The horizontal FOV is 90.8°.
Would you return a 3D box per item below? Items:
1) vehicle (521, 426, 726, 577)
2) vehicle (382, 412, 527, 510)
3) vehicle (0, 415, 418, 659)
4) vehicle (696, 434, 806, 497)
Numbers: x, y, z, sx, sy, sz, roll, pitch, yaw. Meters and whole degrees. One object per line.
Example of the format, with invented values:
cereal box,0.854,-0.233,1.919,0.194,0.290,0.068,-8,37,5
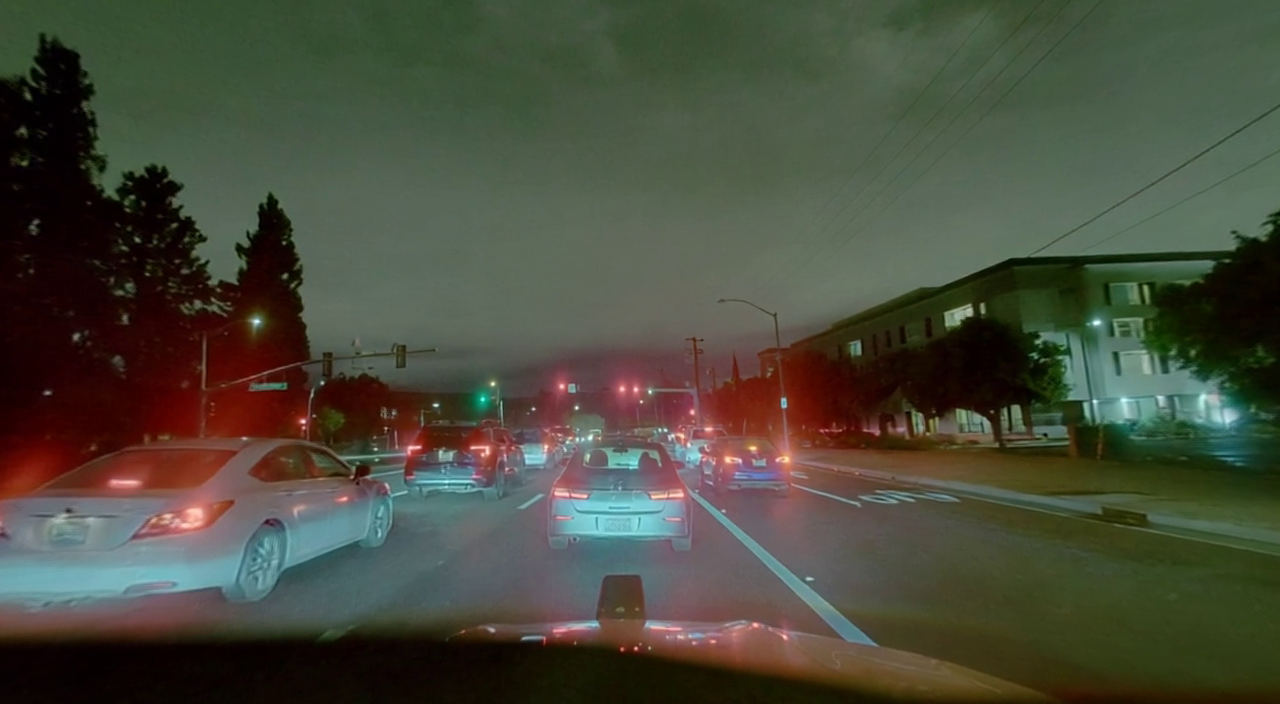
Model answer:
vehicle,-0.230,1.775,8.316,2.007,1.467,4.059,0,-9,-2
vehicle,-4.033,2.460,14.637,2.054,1.881,4.469,0,-9,-1
vehicle,-3.864,1.443,6.014,1.985,1.467,4.224,0,-9,-1
vehicle,2.807,2.991,17.043,1.978,1.452,4.381,0,-9,-3
